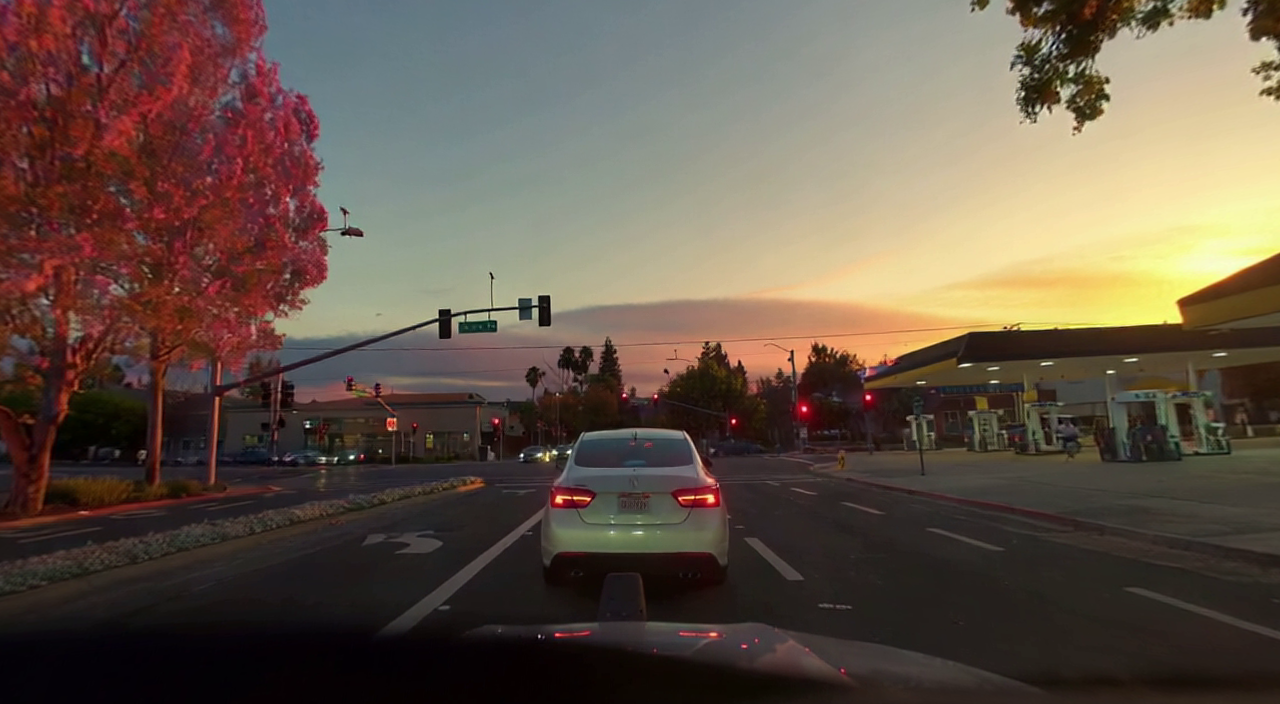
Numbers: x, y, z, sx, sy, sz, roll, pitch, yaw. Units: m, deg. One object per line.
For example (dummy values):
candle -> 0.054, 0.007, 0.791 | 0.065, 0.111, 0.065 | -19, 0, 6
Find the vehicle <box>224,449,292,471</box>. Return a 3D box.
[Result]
vehicle -> -28.484, 8.030, 47.031 | 3.975, 1.563, 1.755 | -1, -8, 5

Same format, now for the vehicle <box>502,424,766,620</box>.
vehicle -> -0.047, 1.600, 6.908 | 2.010, 1.482, 4.057 | 0, -8, 0

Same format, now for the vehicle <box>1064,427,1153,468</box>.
vehicle -> 18.559, 3.762, 24.904 | 4.091, 1.495, 2.053 | 8, -12, -44
